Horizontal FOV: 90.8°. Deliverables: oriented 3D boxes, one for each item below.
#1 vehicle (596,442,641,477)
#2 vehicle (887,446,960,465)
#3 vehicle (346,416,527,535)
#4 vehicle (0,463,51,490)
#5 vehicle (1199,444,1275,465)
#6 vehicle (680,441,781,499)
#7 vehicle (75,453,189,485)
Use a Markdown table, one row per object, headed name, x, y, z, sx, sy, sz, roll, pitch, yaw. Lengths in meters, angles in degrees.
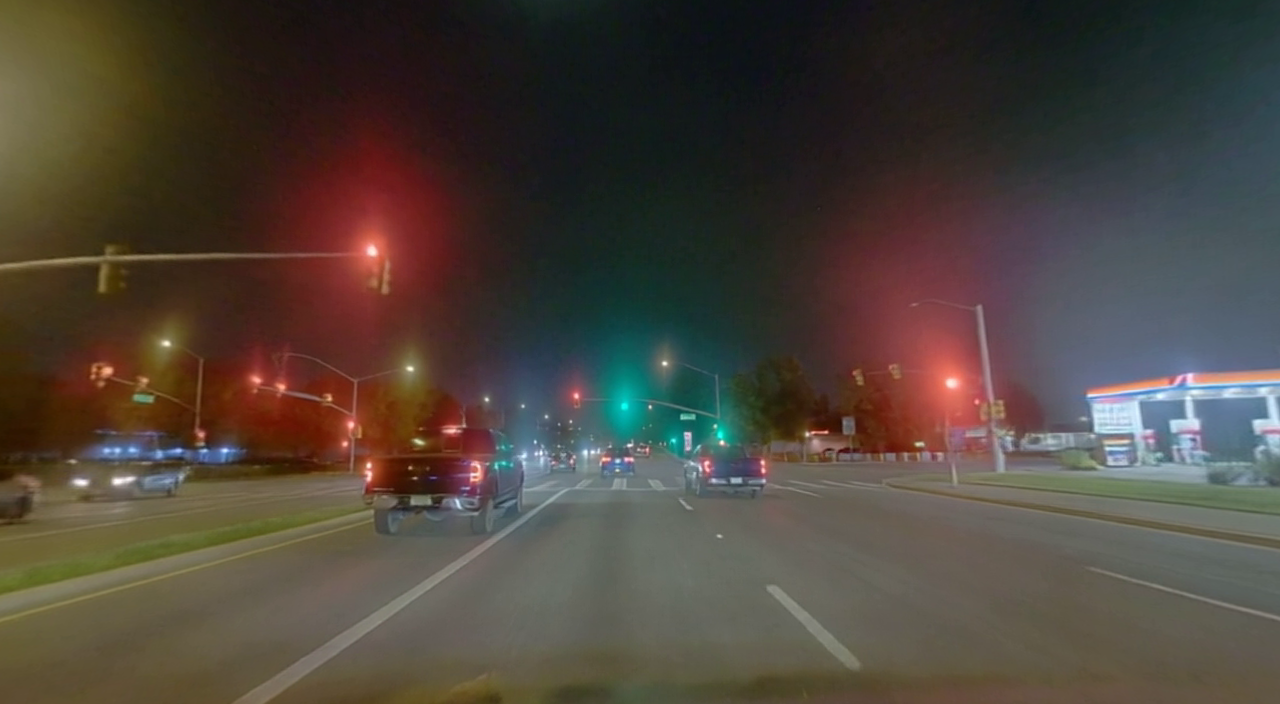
| name | x | y | z | sx | sy | sz | roll | pitch | yaw |
| --- | --- | --- | --- | --- | --- | --- | --- | --- | --- |
| vehicle | -1.103 | 5.253 | 31.020 | 2.029 | 1.605 | 3.827 | 1 | -9 | -4 |
| vehicle | 21.771 | 7.940 | 48.622 | 4.789 | 1.455 | 1.986 | 2 | -9 | -11 |
| vehicle | -3.805 | 2.427 | 13.151 | 2.195 | 1.905 | 5.634 | 0 | -9 | -3 |
| vehicle | -37.803 | 7.344 | 37.307 | 3.849 | 1.510 | 1.865 | 1 | -9 | -9 |
| vehicle | 42.988 | 7.390 | 45.512 | 4.101 | 1.426 | 1.853 | 2 | -9 | -11 |
| vehicle | 2.502 | 3.401 | 18.681 | 2.061 | 1.487 | 4.462 | 1 | -9 | -3 |
| vehicle | -33.009 | 7.580 | 41.190 | 5.204 | 1.963 | 2.395 | 0 | -9 | -2 |
